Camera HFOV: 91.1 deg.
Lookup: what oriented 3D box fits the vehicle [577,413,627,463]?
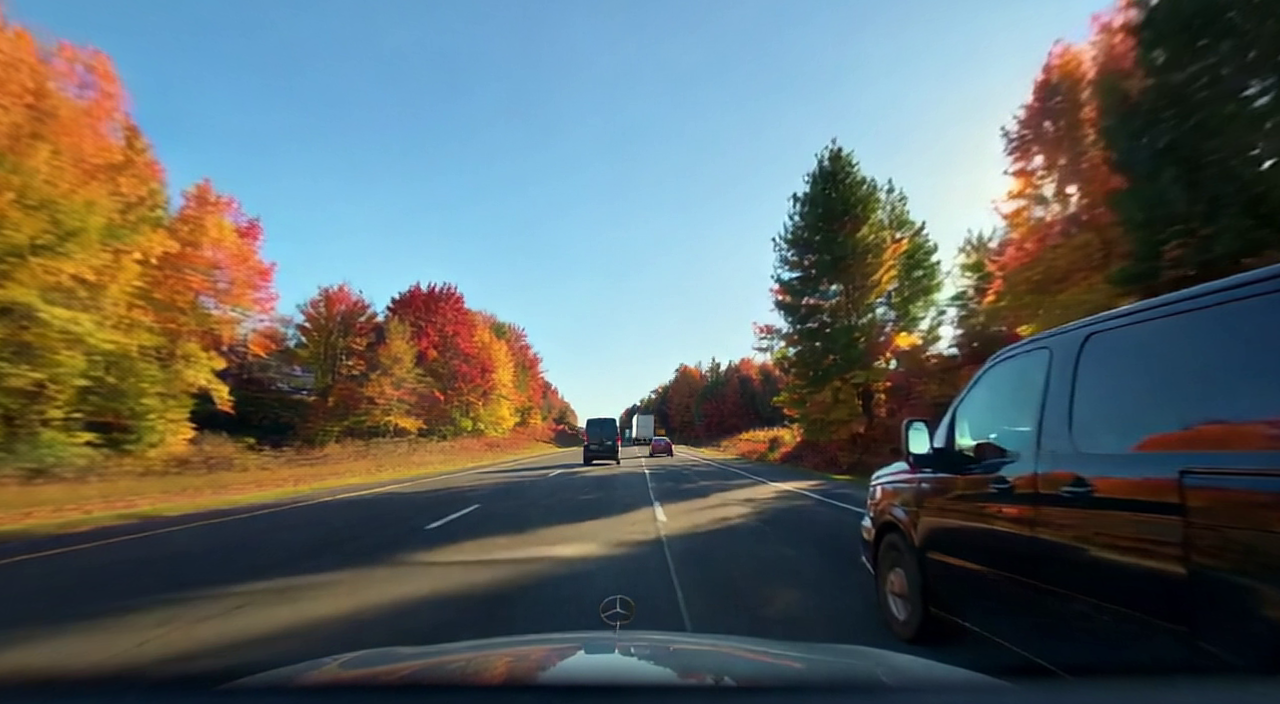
[{"bbox_3d":[-2.057,4.884,35.788,2.389,2.637,5.437,0,-8,1],"label":"vehicle"}]
